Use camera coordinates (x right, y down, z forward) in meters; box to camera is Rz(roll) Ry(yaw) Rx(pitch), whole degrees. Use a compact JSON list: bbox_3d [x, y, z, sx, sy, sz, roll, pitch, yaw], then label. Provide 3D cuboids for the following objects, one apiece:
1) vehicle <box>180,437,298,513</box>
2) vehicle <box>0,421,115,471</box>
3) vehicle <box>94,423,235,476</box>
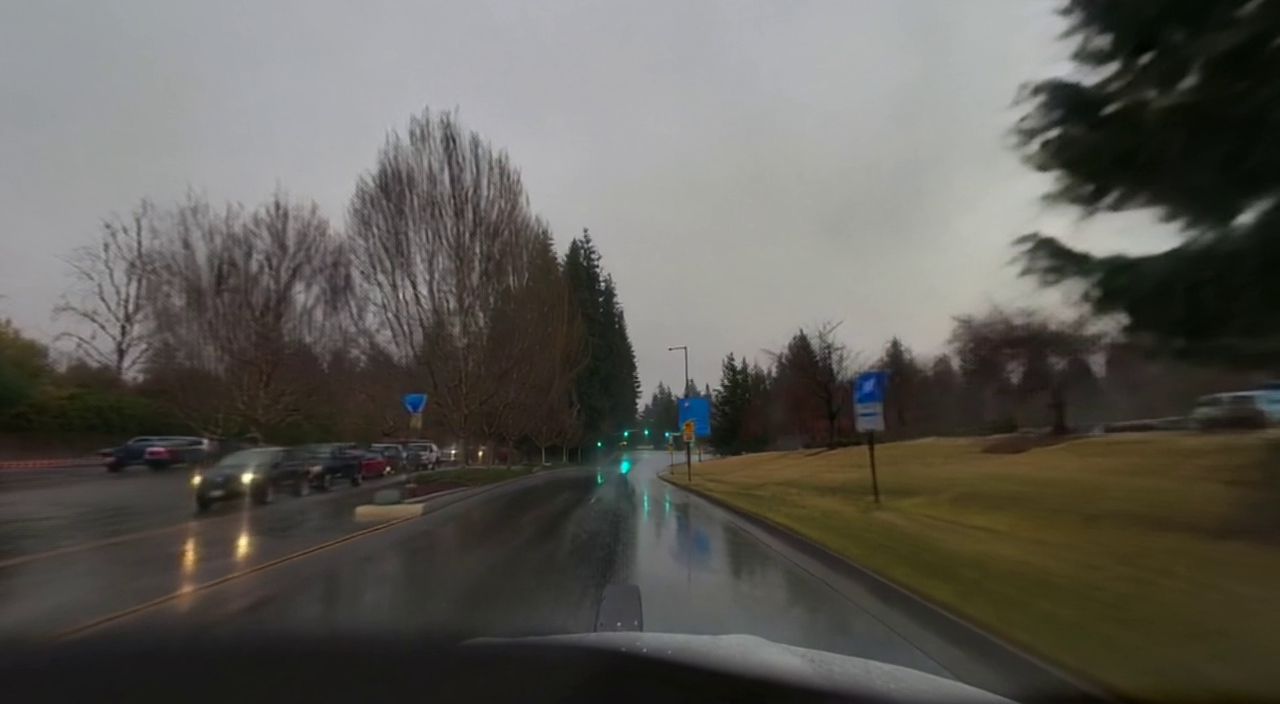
[{"bbox_3d":[-10.734,3.296,17.160,1.861,1.736,4.241,2,-10,-21],"label":"vehicle"},{"bbox_3d":[-42.388,6.681,45.346,8.192,3.335,2.619,-1,-6,16],"label":"vehicle"},{"bbox_3d":[-29.779,6.105,39.456,7.249,3.082,2.621,-1,-9,11],"label":"vehicle"}]
